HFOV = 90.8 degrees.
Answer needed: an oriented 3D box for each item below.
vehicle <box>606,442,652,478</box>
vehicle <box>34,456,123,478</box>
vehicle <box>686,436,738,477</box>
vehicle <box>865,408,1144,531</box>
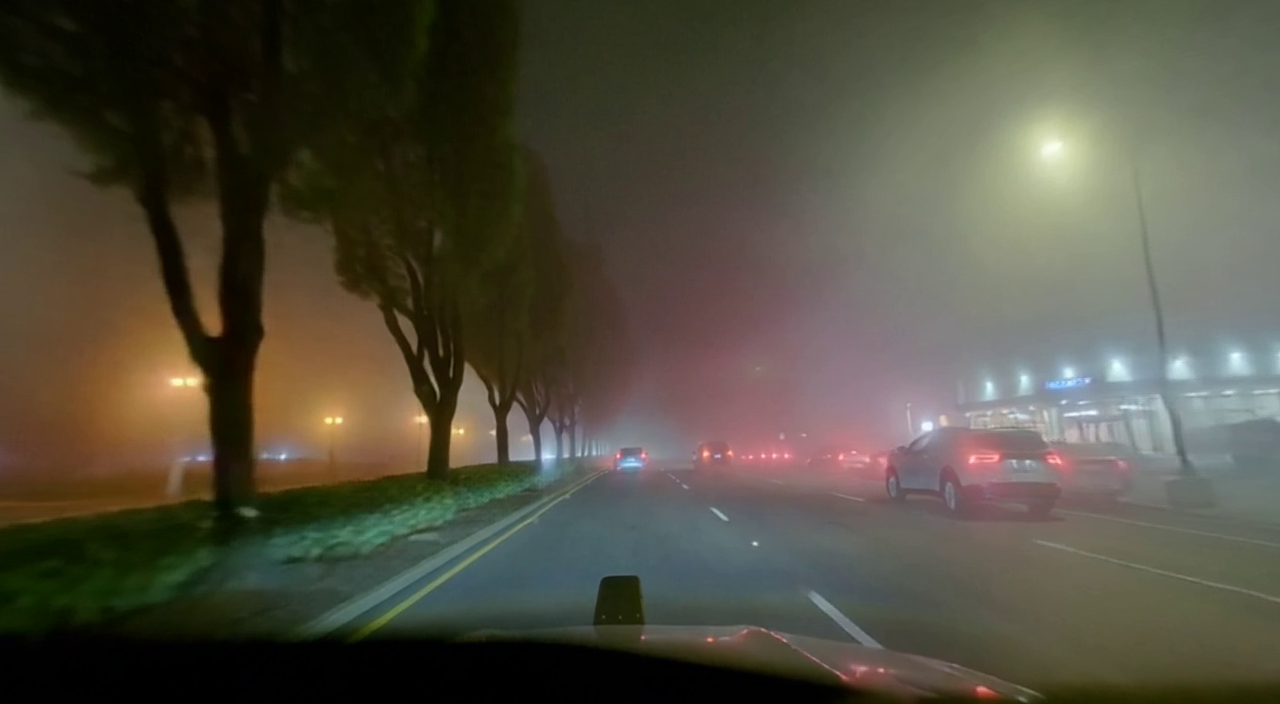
[{"bbox_3d":[-0.484,5.082,30.021,2.037,1.568,3.693,0,-8,0],"label":"vehicle"},{"bbox_3d":[-40.823,8.340,45.982,4.604,1.491,1.901,0,-9,0],"label":"vehicle"},{"bbox_3d":[3.442,5.086,30.966,1.955,1.845,4.538,0,-8,0],"label":"vehicle"},{"bbox_3d":[6.771,2.271,12.861,2.240,1.923,5.678,0,-8,0],"label":"vehicle"}]
